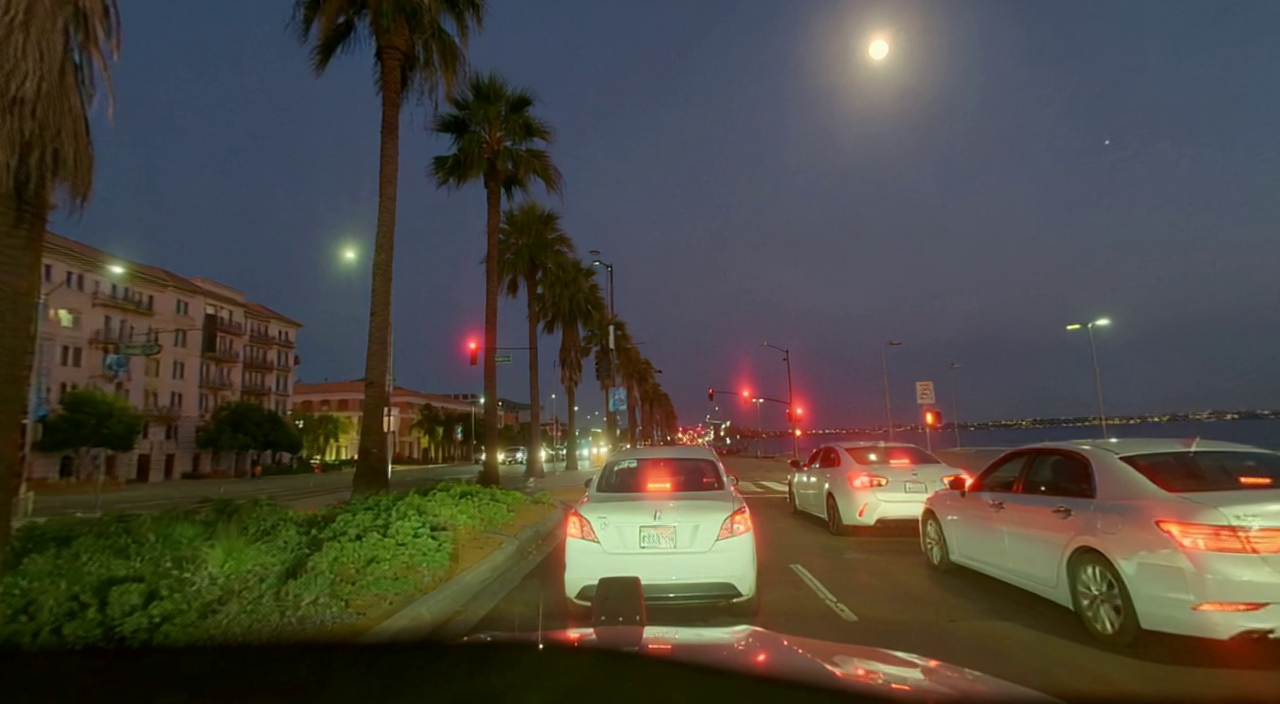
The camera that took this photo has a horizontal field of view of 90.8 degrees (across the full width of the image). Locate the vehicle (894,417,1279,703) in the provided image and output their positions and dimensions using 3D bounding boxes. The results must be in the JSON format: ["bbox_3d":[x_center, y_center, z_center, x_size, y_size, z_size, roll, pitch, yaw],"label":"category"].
[{"bbox_3d":[3.912,1.362,5.084,1.913,1.469,4.425,0,-9,0],"label":"vehicle"}]

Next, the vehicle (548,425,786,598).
[{"bbox_3d":[0.263,1.696,7.480,2.093,1.503,3.681,0,-9,1],"label":"vehicle"}]

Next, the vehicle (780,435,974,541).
[{"bbox_3d":[3.888,2.288,11.313,1.920,1.490,4.417,-1,-9,2],"label":"vehicle"}]
